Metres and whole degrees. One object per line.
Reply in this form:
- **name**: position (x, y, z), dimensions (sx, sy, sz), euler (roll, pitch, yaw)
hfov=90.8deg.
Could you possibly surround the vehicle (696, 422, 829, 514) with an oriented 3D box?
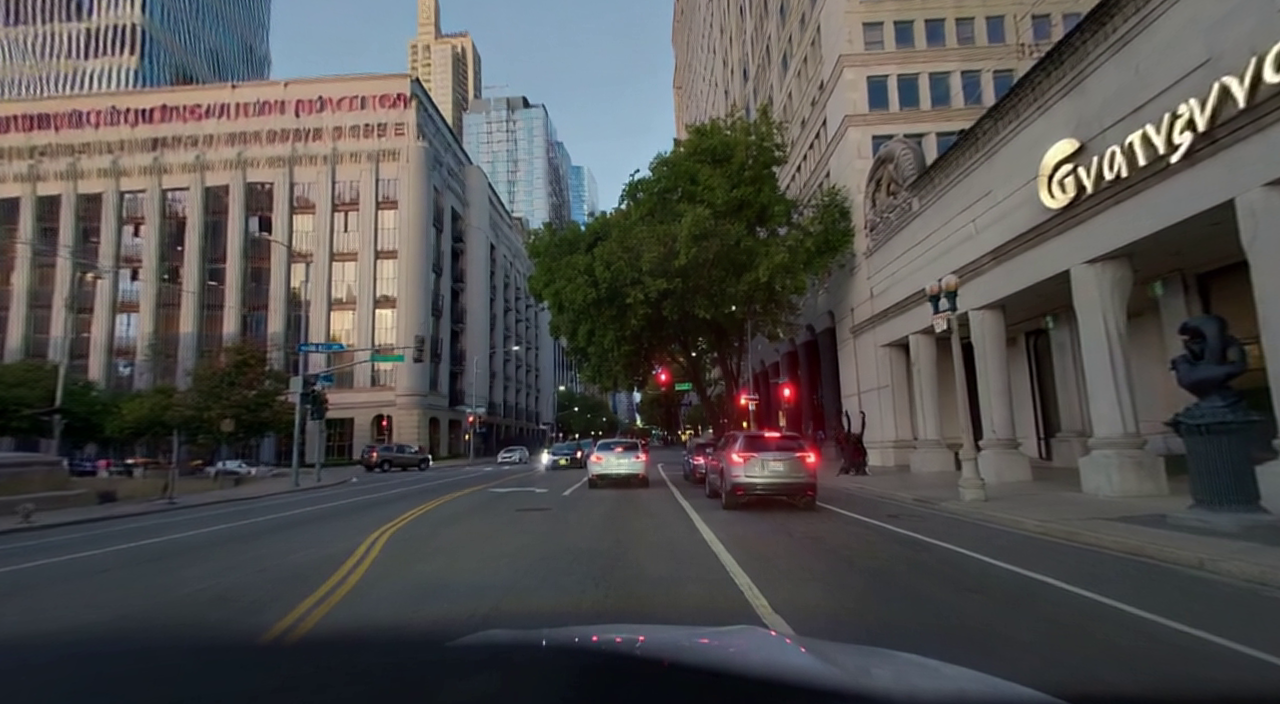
- **vehicle**: position (2.598, 2.608, 14.633), dimensions (2.096, 1.775, 4.440), euler (0, -9, -1)

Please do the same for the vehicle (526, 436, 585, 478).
- **vehicle**: position (-3.601, 4.588, 27.809), dimensions (2.045, 1.633, 4.864), euler (0, -9, -2)

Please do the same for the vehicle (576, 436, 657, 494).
- **vehicle**: position (-0.610, 3.250, 18.504), dimensions (2.096, 1.492, 4.071), euler (0, -9, 0)

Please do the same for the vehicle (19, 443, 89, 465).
- **vehicle**: position (-44.956, 7.832, 48.504), dimensions (3.671, 1.498, 1.670), euler (2, -10, 4)

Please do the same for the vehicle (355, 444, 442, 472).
- **vehicle**: position (-15.935, 7.022, 41.899), dimensions (4.855, 1.769, 2.071), euler (0, -9, -2)

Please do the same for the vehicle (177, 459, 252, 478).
- **vehicle**: position (-32.397, 8.861, 48.135), dimensions (4.392, 1.427, 1.764), euler (0, -9, 0)
